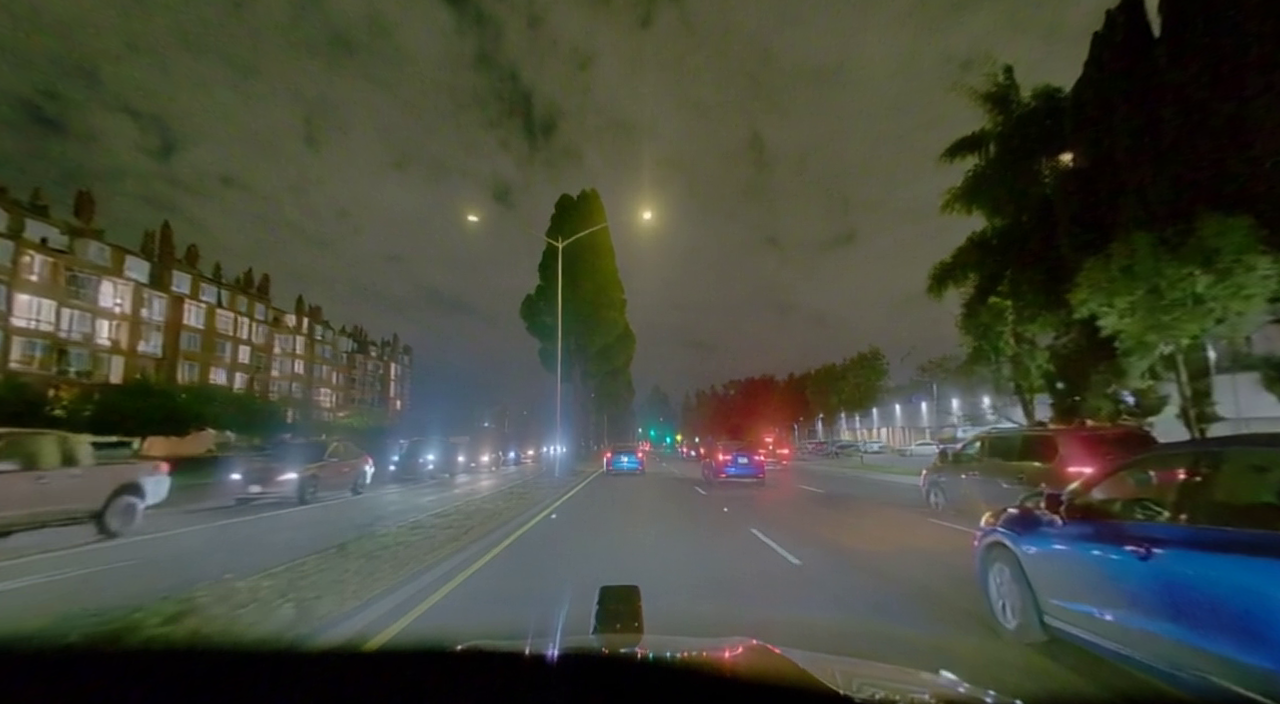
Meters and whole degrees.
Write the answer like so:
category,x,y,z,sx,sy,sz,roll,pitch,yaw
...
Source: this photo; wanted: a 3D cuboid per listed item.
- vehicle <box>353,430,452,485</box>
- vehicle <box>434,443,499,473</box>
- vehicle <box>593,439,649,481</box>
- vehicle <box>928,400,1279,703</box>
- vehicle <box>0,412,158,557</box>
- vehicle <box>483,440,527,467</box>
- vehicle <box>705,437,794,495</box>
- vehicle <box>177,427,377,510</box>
category,x,y,z,sx,sy,sz,roll,pitch,yaw
vehicle,-9.023,4.031,24.512,2.043,1.860,4.656,-1,-8,0
vehicle,-9.022,5.523,33.218,2.148,1.473,4.709,0,-8,-1
vehicle,-0.687,4.138,24.451,1.994,1.479,3.647,0,-8,0
vehicle,3.393,0.985,2.778,2.021,1.471,4.666,0,-8,0
vehicle,-8.822,1.651,7.882,2.105,1.745,4.478,0,-8,-1
vehicle,-9.030,6.792,42.721,2.019,1.668,4.433,-1,-8,0
vehicle,3.096,3.303,18.662,1.852,1.498,3.825,0,-8,-2
vehicle,-8.901,2.886,16.187,2.145,1.747,5.014,-1,-8,0
